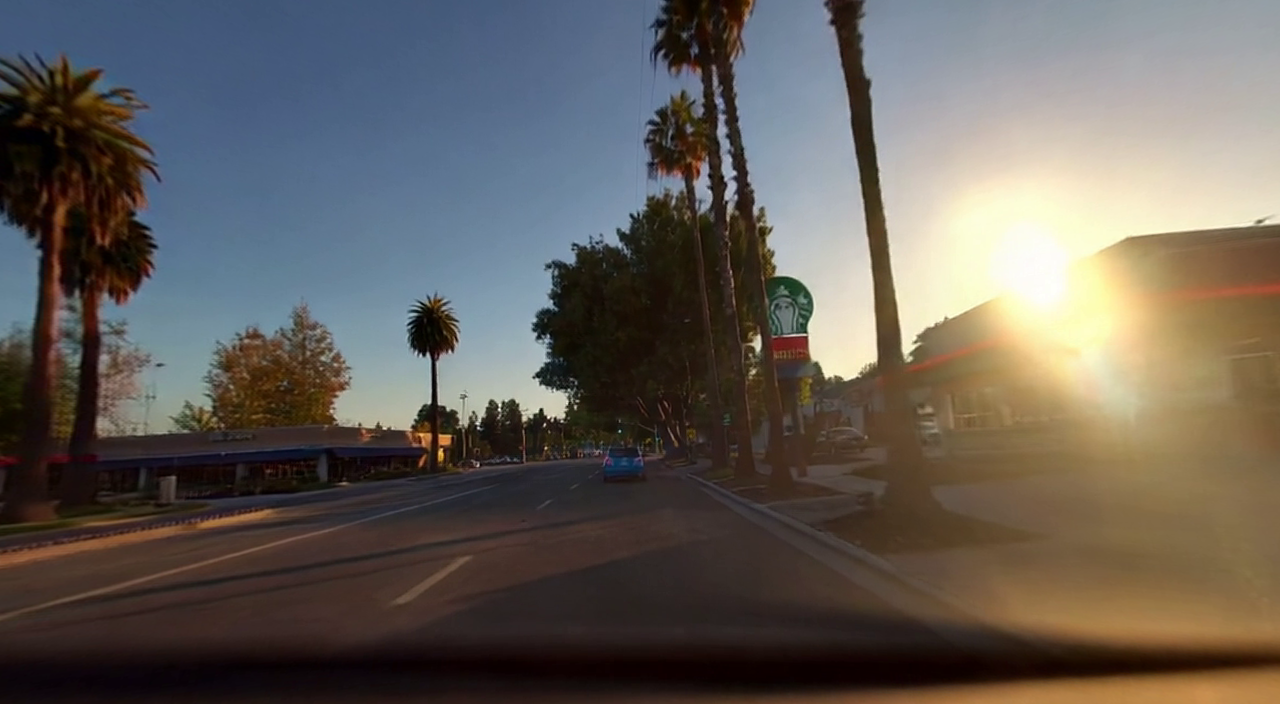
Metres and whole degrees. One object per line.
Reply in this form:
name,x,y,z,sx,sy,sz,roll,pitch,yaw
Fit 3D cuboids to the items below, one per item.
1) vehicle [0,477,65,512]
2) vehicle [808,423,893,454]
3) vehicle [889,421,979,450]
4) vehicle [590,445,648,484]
vehicle,-32.681,7.602,33.940,1.791,1.511,4.030,5,-10,-31
vehicle,12.456,5.223,37.687,1.873,1.657,4.557,5,-11,-31
vehicle,17.682,5.062,38.217,1.856,1.665,4.574,5,-10,-32
vehicle,-0.848,4.557,26.016,2.156,1.462,4.495,0,-8,-1
